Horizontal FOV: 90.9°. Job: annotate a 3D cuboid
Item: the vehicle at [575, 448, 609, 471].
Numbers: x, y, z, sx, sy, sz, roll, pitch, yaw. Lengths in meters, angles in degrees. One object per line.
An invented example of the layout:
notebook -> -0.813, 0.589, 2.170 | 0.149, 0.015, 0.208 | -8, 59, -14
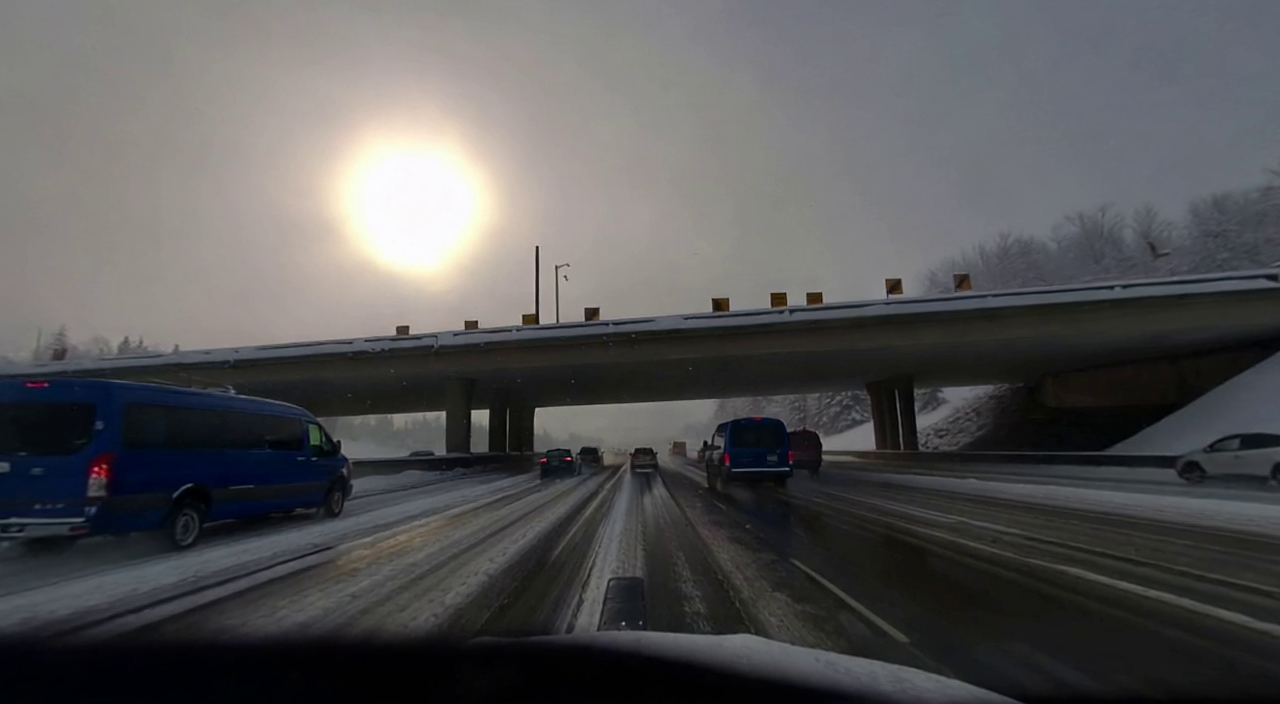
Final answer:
vehicle -> -3.286, 7.495, 44.193 | 1.970, 1.483, 4.071 | 0, -9, 1

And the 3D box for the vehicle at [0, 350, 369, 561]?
vehicle -> -7.526, 1.800, 11.404 | 2.336, 2.708, 6.421 | 0, -9, 0

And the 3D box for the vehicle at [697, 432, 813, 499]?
vehicle -> 3.581, 3.697, 21.095 | 2.777, 1.895, 5.710 | 0, -9, 0

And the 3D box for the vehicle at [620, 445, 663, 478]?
vehicle -> 0.084, 5.731, 33.401 | 2.115, 1.617, 4.102 | 0, -9, 1

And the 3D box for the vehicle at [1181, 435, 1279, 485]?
vehicle -> 23.286, 3.998, 23.363 | 1.982, 1.748, 4.713 | 2, -9, -6
